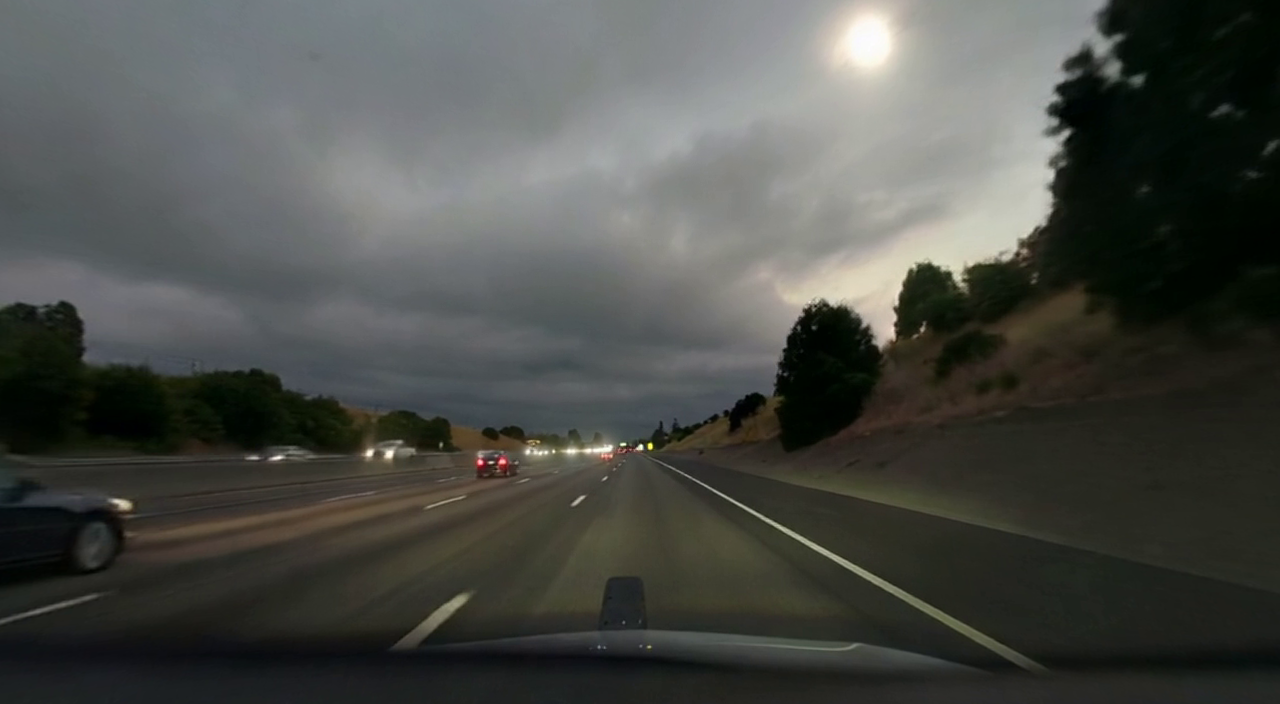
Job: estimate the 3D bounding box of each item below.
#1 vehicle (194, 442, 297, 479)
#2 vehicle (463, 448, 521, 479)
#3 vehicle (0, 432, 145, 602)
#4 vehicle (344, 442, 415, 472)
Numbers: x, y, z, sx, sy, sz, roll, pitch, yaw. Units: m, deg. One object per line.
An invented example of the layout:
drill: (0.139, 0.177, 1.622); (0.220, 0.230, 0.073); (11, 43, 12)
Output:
vehicle: (-18.525, 5.122, 29.876); (1.931, 1.572, 4.643); (0, -9, -1)
vehicle: (-7.507, 5.695, 32.417); (1.966, 1.476, 4.240); (0, -9, 0)
vehicle: (-6.669, 1.343, 4.778); (2.015, 1.483, 4.626); (0, -9, 1)
vehicle: (-15.057, 6.103, 36.754); (2.070, 1.621, 4.781); (0, -9, 0)
